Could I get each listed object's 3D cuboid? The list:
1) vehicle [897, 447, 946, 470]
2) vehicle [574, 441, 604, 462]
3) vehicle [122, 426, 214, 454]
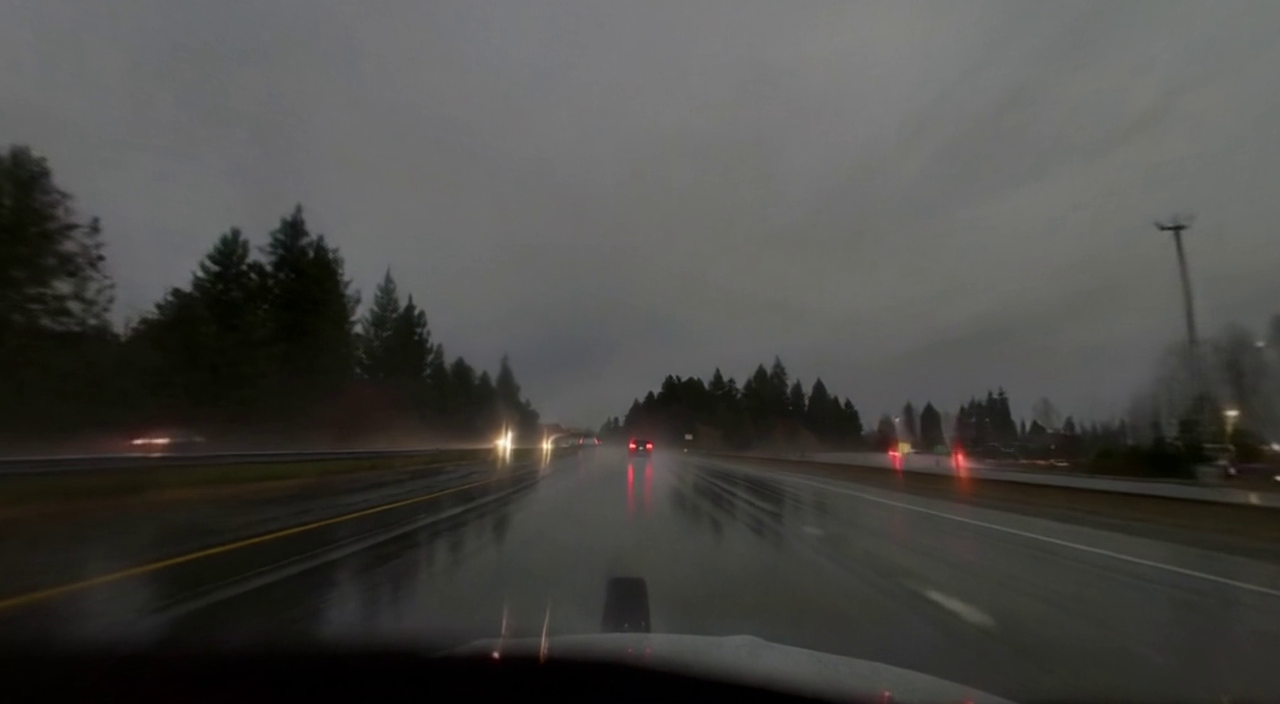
[{"bbox_3d":[20.545,7.735,46.108,1.889,1.560,4.976,-1,-8,7],"label":"vehicle"},{"bbox_3d":[-3.946,7.787,49.333,2.057,1.514,3.845,0,-8,0],"label":"vehicle"},{"bbox_3d":[-29.553,5.550,39.619,1.955,1.656,4.850,0,-8,1],"label":"vehicle"}]
